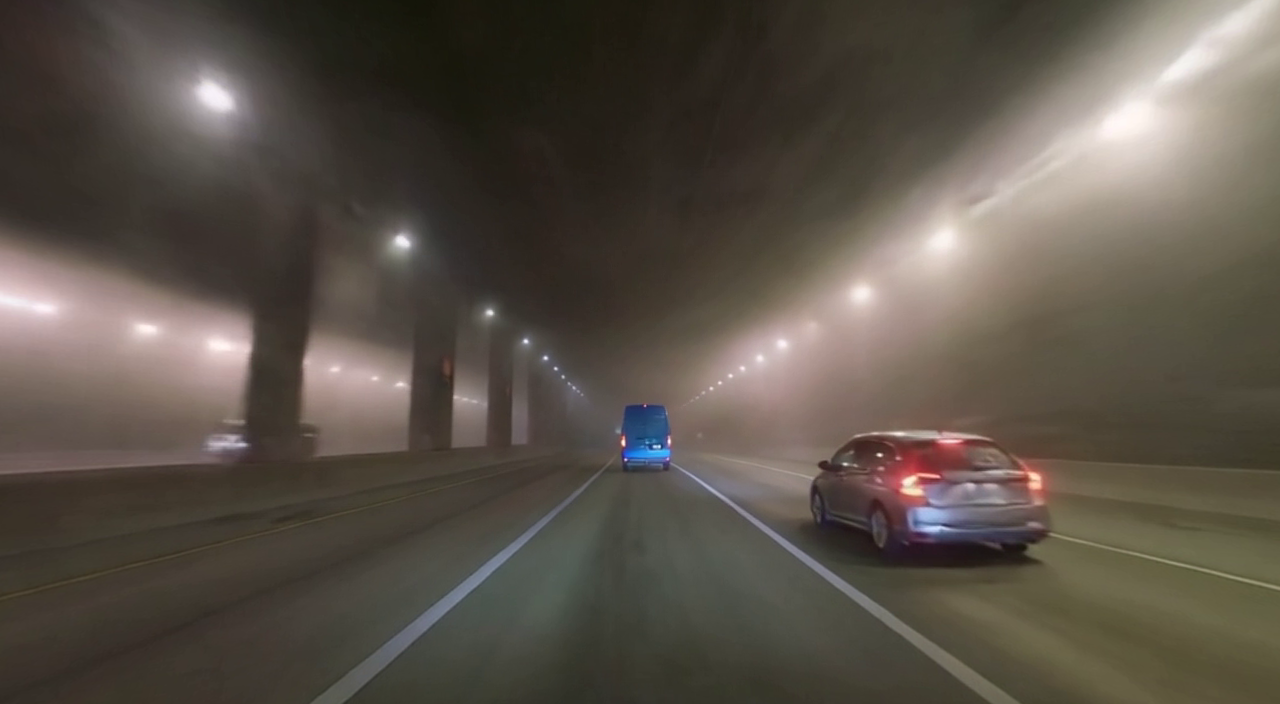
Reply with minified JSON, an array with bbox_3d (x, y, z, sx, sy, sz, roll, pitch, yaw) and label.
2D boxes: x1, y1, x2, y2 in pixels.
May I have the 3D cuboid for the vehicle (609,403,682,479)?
[{"bbox_3d":[0.160,3.268,23.284,2.404,2.459,5.229,0,-8,0],"label":"vehicle"}]

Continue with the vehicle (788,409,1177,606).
[{"bbox_3d":[3.242,1.526,7.149,2.095,1.553,4.069,0,-8,0],"label":"vehicle"}]

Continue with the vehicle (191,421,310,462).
[{"bbox_3d":[-16.311,3.779,26.653,2.113,1.579,4.531,0,-8,0],"label":"vehicle"}]
